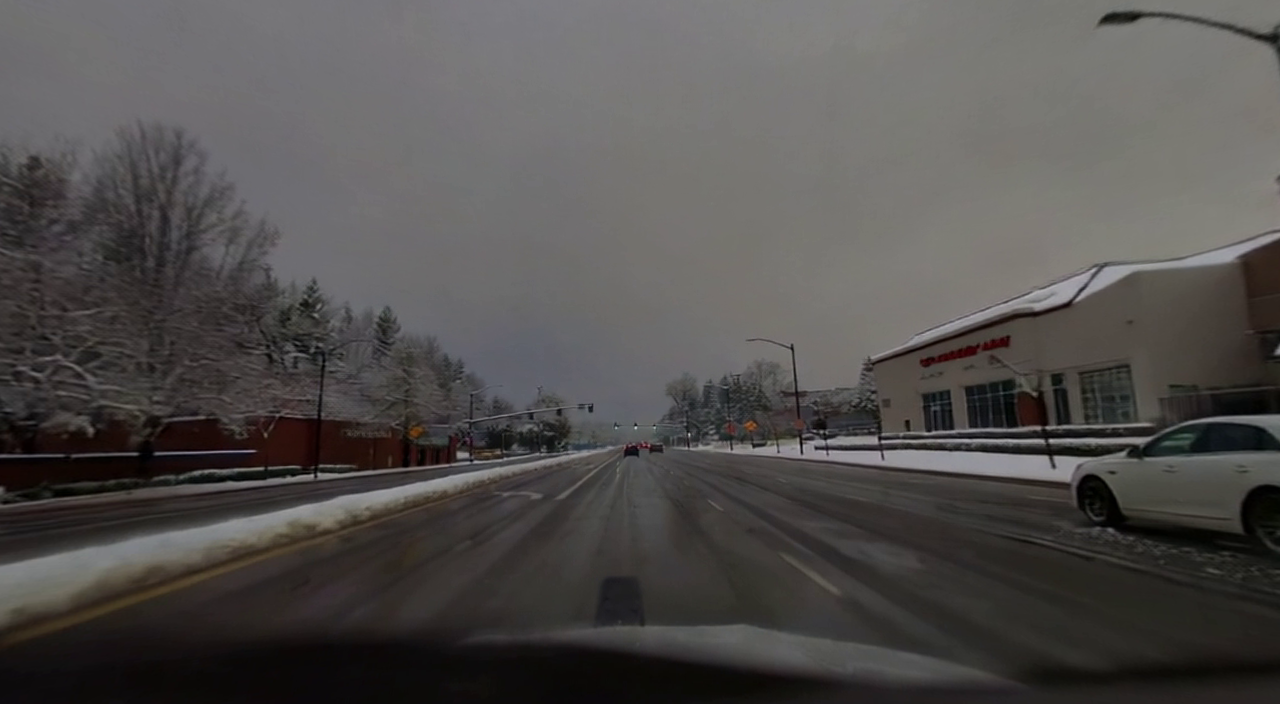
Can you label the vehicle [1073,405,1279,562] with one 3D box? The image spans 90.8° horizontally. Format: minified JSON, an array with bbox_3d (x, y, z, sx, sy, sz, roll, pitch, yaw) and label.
[{"bbox_3d":[7.677,1.503,7.508,1.918,1.632,4.368,0,-8,0],"label":"vehicle"}]
